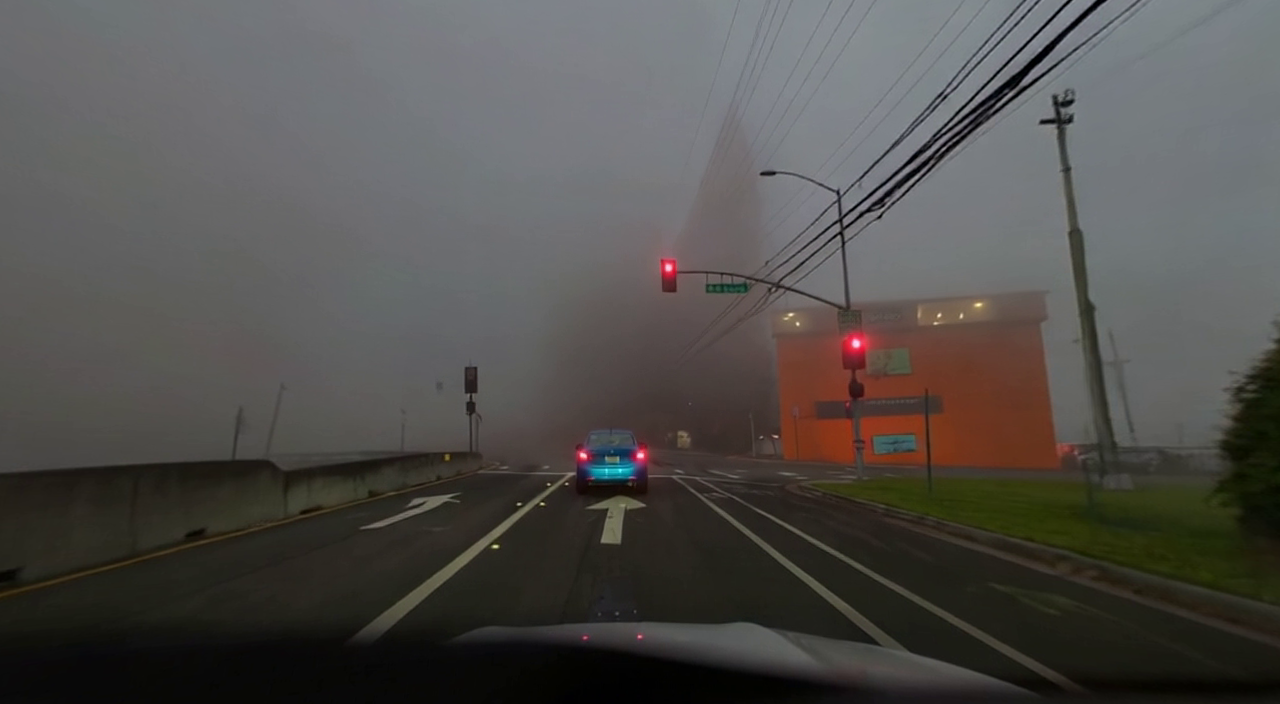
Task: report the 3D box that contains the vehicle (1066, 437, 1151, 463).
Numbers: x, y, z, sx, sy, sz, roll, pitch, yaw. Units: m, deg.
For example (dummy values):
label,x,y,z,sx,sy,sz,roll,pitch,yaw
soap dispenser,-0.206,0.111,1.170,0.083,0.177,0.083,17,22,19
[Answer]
label,x,y,z,sx,sy,sz,roll,pitch,yaw
vehicle,27.658,5.780,37.287,1.635,1.433,3.558,4,-9,-31

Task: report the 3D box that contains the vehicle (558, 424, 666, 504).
label,x,y,z,sx,sy,sz,roll,pitch,yaw
vehicle,-0.580,2.464,14.336,2.123,1.566,3.662,0,-8,-1
